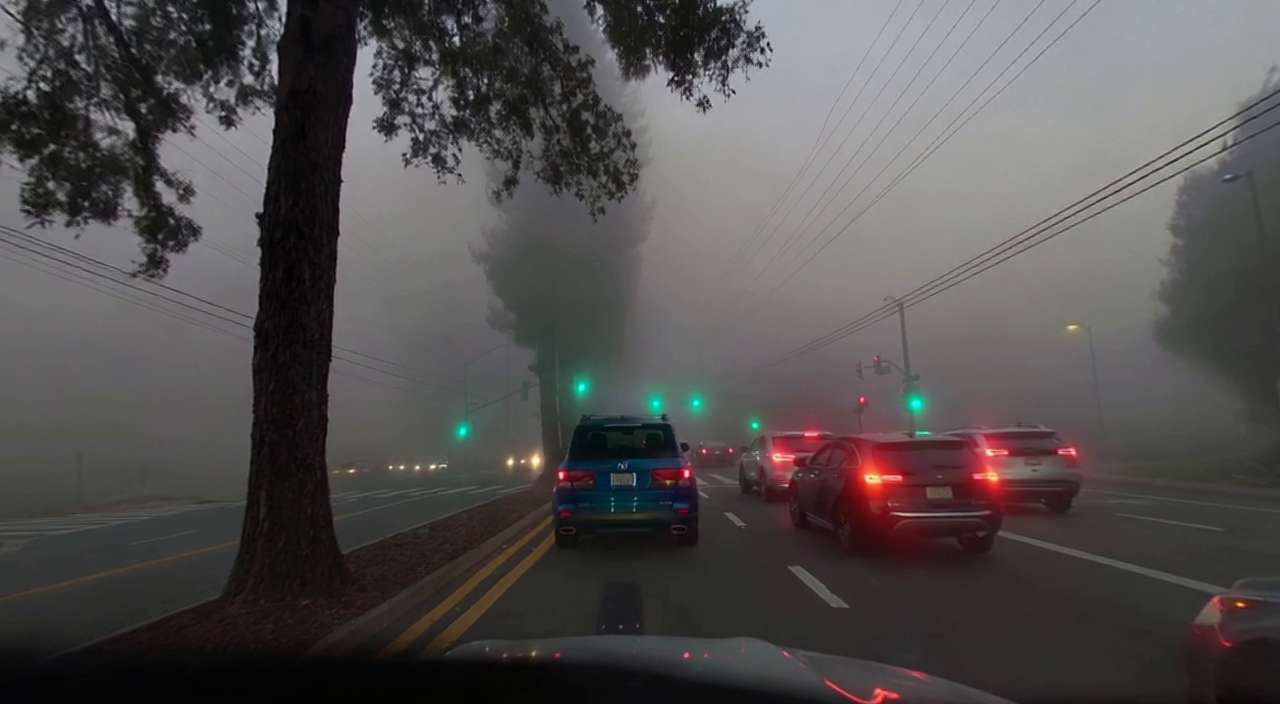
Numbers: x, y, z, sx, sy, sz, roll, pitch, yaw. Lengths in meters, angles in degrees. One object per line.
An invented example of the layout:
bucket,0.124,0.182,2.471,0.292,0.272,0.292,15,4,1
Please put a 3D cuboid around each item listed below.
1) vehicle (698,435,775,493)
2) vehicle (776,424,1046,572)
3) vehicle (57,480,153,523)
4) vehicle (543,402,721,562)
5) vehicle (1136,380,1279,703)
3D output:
vehicle,3.161,3.755,21.556,1.915,1.765,4.047,0,-9,-1
vehicle,3.430,1.919,9.132,1.880,1.579,4.401,0,-9,-1
vehicle,-26.390,7.393,31.168,4.526,1.715,1.989,-10,-13,28
vehicle,-0.141,1.957,10.173,2.231,1.998,4.254,0,-9,-1
vehicle,3.282,0.629,0.735,1.889,1.517,4.308,0,-9,0
